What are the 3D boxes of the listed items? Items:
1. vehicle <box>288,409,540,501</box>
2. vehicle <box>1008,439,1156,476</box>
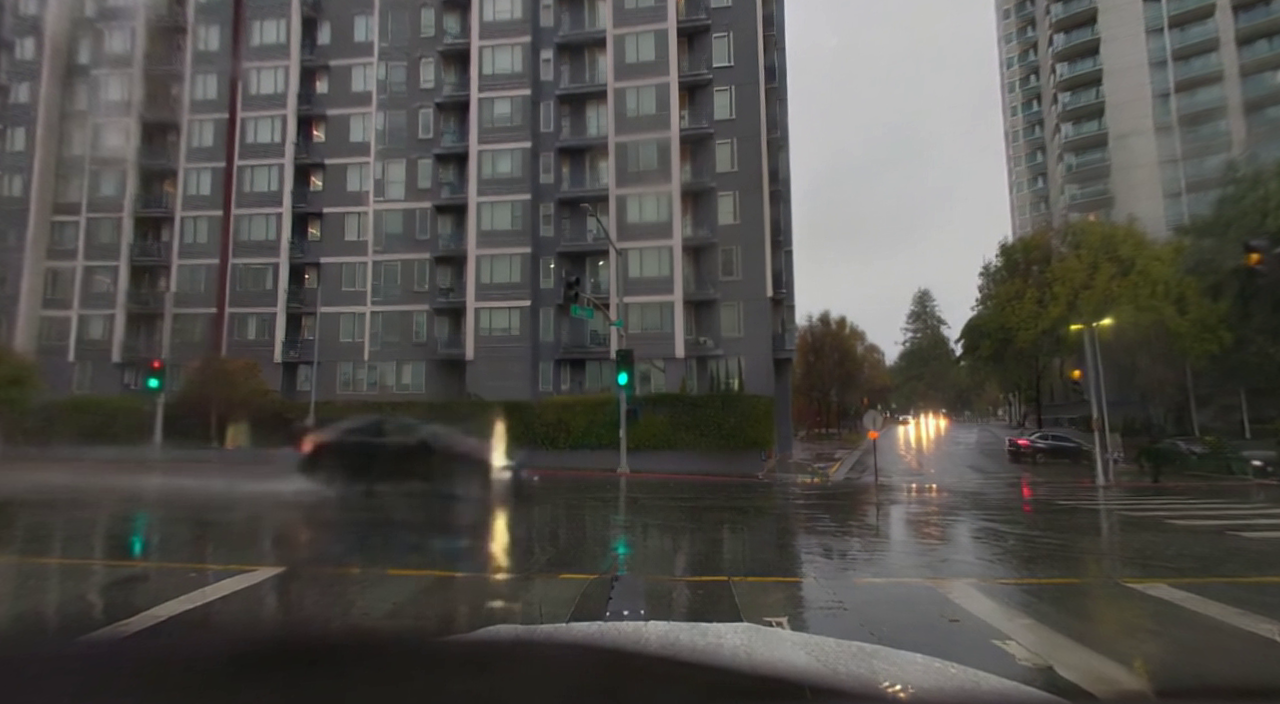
[{"bbox_3d":[-4.726,2.237,13.847,4.724,1.834,2.068,0,-9,-1],"label":"vehicle"},{"bbox_3d":[18.577,4.460,26.679,4.823,1.458,1.914,0,-9,-1],"label":"vehicle"}]
